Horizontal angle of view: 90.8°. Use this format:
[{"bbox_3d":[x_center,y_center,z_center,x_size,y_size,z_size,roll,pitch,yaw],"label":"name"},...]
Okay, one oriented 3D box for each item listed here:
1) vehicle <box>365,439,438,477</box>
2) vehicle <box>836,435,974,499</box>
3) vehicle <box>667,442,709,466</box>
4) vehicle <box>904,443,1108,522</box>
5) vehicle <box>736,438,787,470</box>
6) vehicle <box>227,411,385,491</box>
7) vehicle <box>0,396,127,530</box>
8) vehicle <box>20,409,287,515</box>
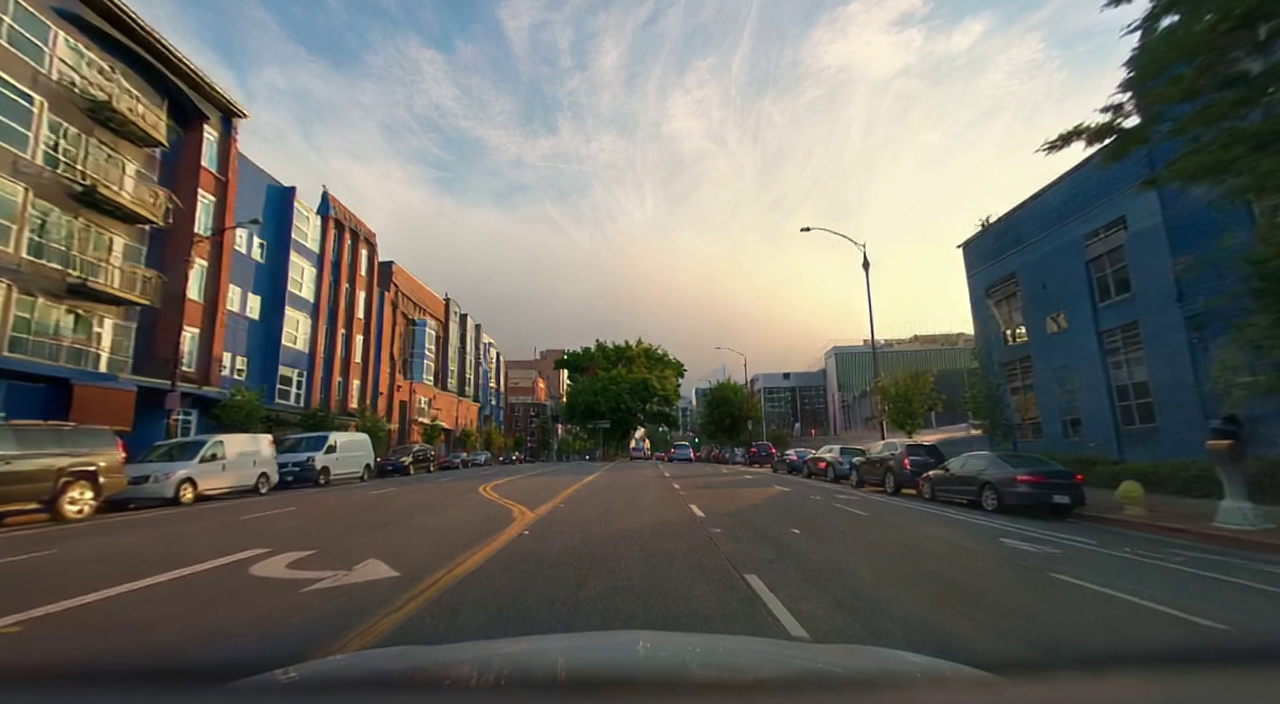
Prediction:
[{"bbox_3d":[-14.303,6.478,38.269,2.330,2.013,5.310,0,-12,-1],"label":"vehicle"},{"bbox_3d":[7.952,3.502,19.570,2.174,1.697,4.520,0,-9,-2],"label":"vehicle"},{"bbox_3d":[3.110,6.768,42.065,2.238,1.499,4.964,0,-8,-2],"label":"vehicle"},{"bbox_3d":[7.983,2.861,14.455,1.817,1.467,4.644,-1,-9,-1],"label":"vehicle"},{"bbox_3d":[8.039,6.818,42.383,2.305,1.984,5.002,-1,-9,-1],"label":"vehicle"},{"bbox_3d":[-14.461,4.382,28.171,3.047,3.098,6.783,0,-9,2],"label":"vehicle"},{"bbox_3d":[-14.599,2.355,13.349,2.557,2.759,5.693,0,-8,0],"label":"vehicle"},{"bbox_3d":[-14.789,3.438,20.134,2.719,2.775,6.724,-1,-9,5],"label":"vehicle"}]
